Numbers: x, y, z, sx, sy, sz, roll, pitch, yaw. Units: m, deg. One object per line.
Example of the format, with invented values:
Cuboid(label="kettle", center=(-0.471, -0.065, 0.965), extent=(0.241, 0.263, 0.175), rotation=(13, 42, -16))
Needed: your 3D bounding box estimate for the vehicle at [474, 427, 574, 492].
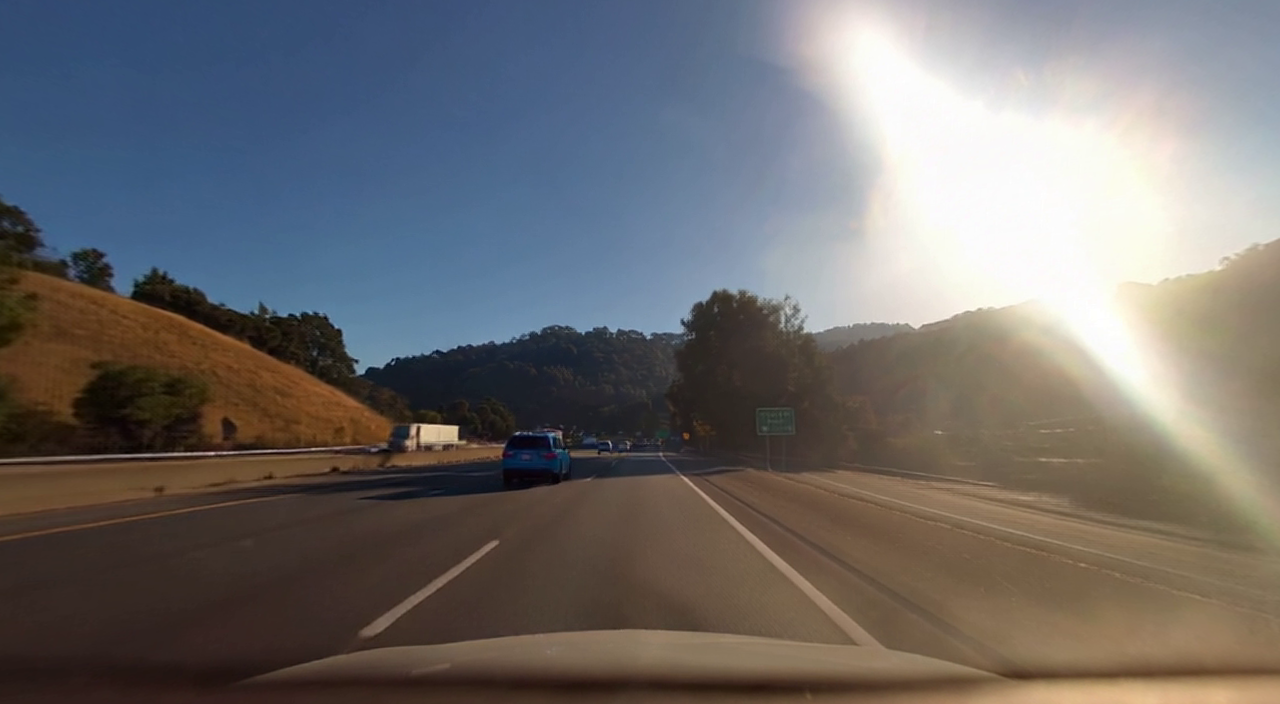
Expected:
Cuboid(label="vehicle", center=(-3.373, 3.227, 19.281), extent=(2.138, 1.718, 4.415), rotation=(0, -8, 1))
